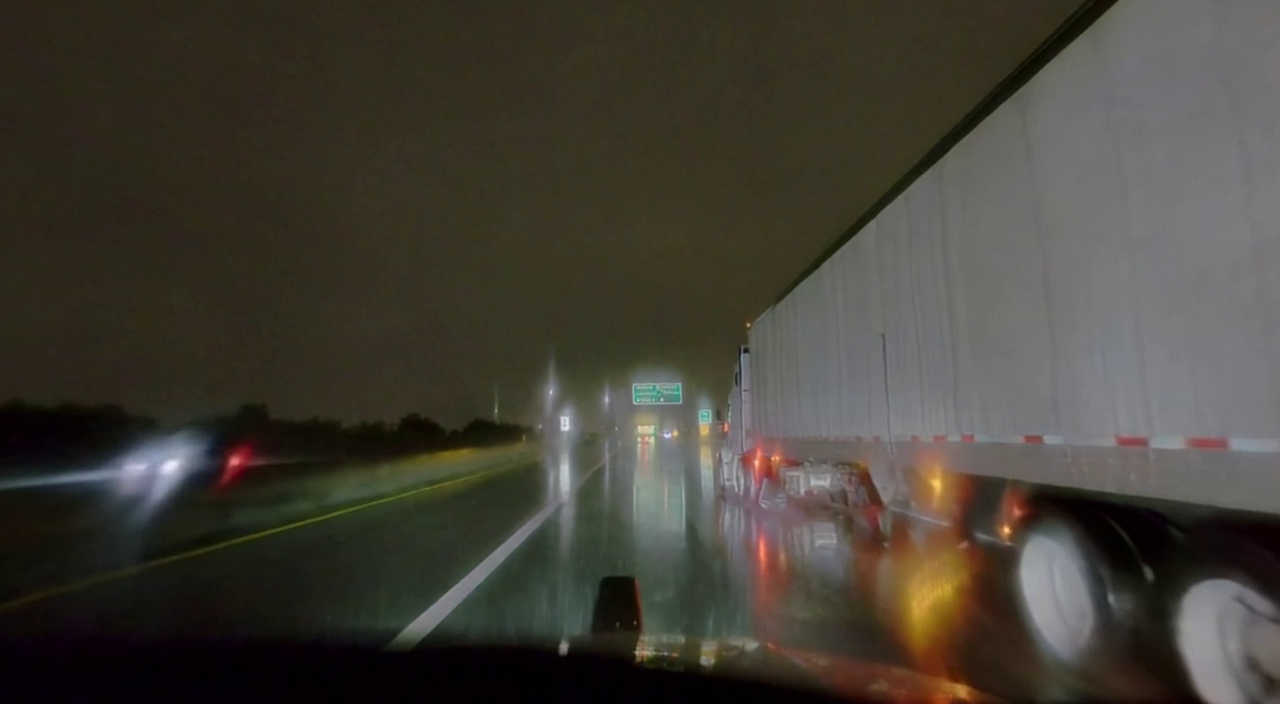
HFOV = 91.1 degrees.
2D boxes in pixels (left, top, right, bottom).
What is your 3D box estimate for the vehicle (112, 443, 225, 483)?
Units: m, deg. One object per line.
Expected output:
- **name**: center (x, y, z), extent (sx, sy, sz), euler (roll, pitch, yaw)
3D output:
- **vehicle**: center (-21.953, 5.136, 29.530), extent (1.935, 1.659, 4.318), euler (0, -8, 0)
